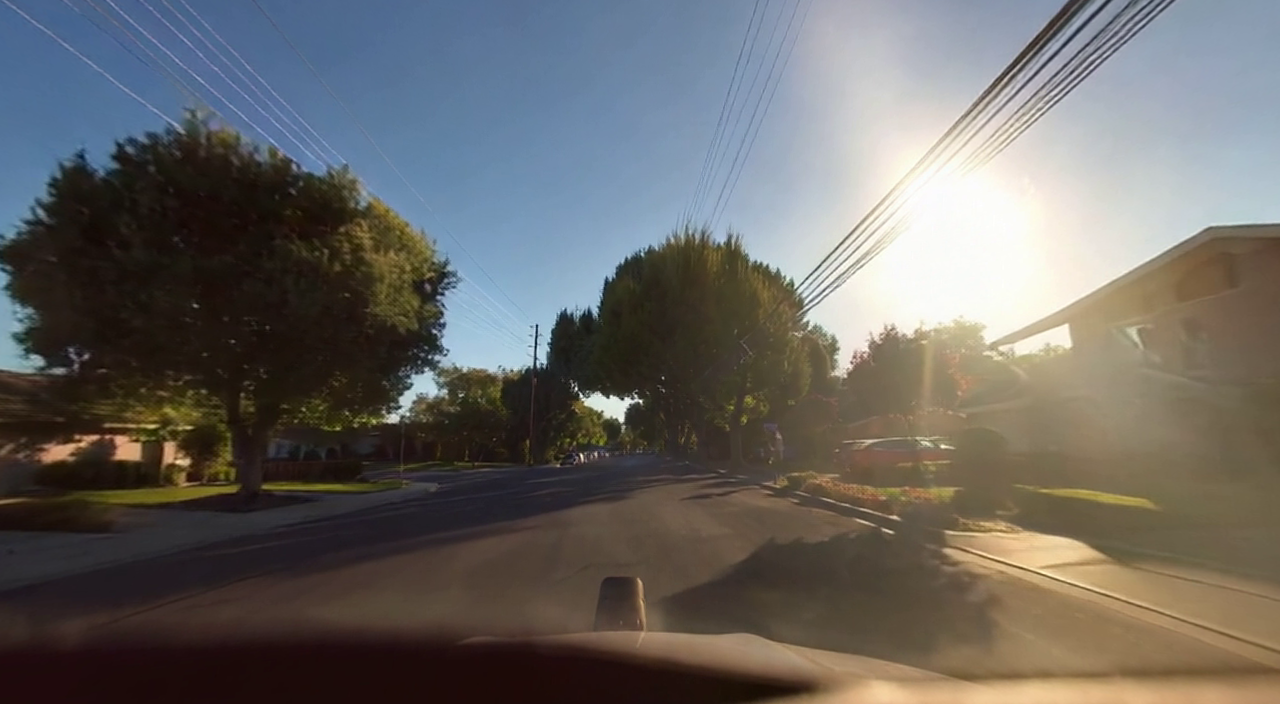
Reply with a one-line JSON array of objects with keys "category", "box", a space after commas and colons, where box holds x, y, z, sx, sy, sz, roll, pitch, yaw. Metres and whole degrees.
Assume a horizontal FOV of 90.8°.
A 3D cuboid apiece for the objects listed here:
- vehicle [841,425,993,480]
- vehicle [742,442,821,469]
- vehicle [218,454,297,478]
[{"category": "vehicle", "box": [10.253, 3.773, 23.702, 4.686, 1.786, 2.019, -3, -8, 5]}, {"category": "vehicle", "box": [9.522, 7.006, 42.856, 4.846, 1.577, 2.146, -2, -8, 0]}, {"category": "vehicle", "box": [-27.143, 8.068, 44.929, 4.360, 1.582, 1.920, -1, -9, -2]}]
